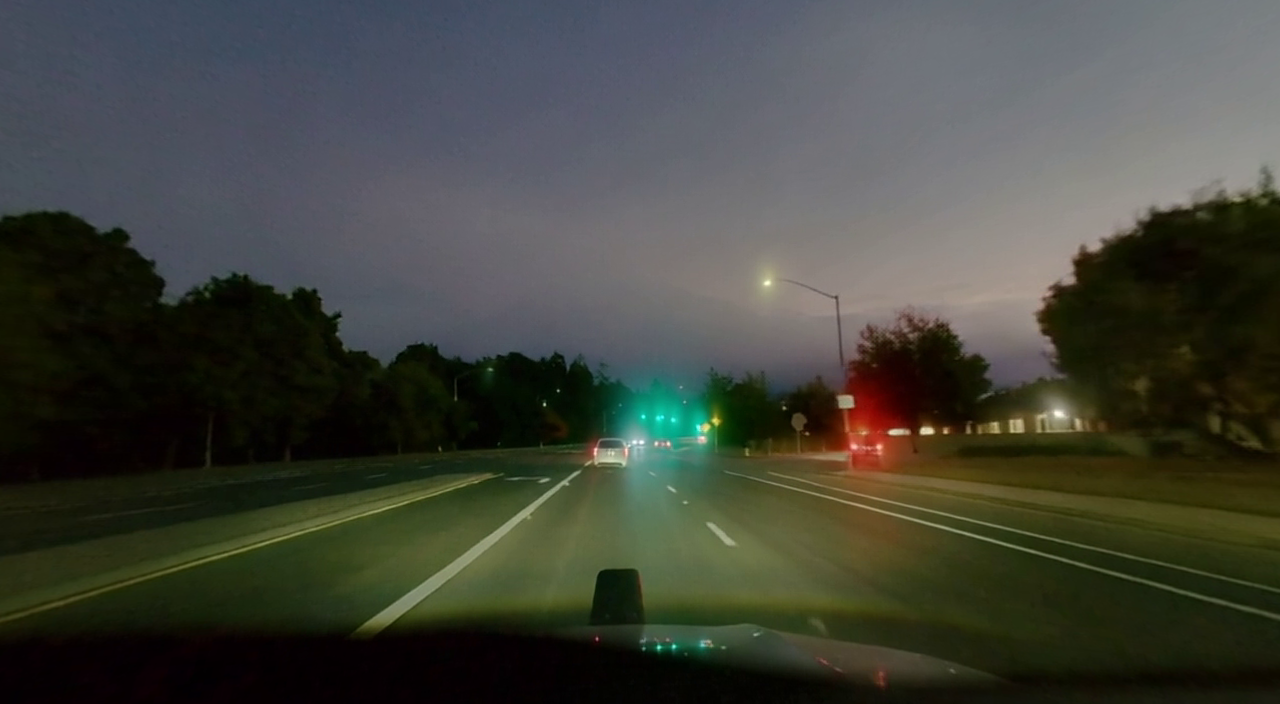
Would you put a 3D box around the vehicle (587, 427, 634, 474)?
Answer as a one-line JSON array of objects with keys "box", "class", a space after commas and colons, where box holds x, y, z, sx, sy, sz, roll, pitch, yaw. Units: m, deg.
[{"box": [-1.423, 4.651, 29.790, 2.072, 2.002, 4.391, 1, -8, -3], "class": "vehicle"}]
